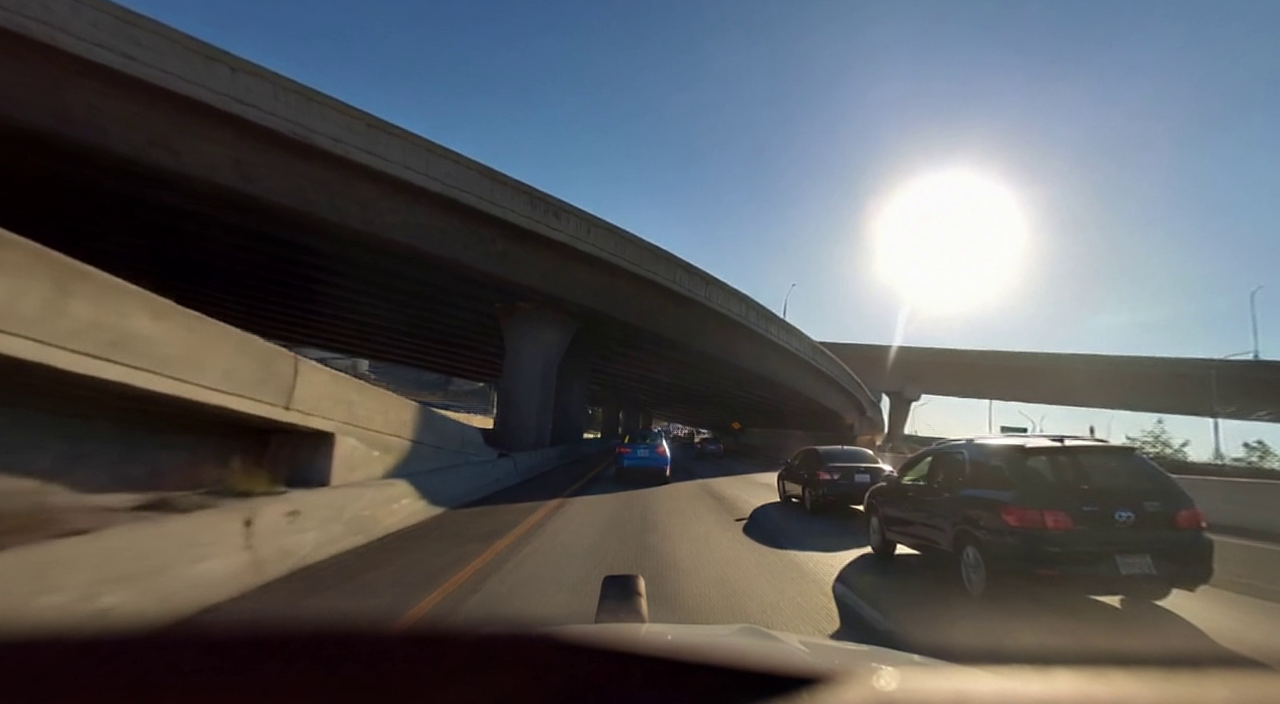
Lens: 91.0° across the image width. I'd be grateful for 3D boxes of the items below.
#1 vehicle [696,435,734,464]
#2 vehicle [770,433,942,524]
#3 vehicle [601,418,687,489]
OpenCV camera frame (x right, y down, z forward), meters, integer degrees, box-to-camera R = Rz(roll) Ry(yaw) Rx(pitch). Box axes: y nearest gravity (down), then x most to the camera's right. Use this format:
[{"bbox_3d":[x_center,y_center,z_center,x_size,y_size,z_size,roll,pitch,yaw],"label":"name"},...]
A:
[{"bbox_3d":[4.721,6.174,40.151,2.047,1.700,4.069,0,-8,3],"label":"vehicle"},{"bbox_3d":[4.057,2.426,12.662,2.047,1.500,4.017,0,-8,0],"label":"vehicle"},{"bbox_3d":[0.144,3.007,19.022,2.264,1.841,4.583,0,-8,1],"label":"vehicle"}]
